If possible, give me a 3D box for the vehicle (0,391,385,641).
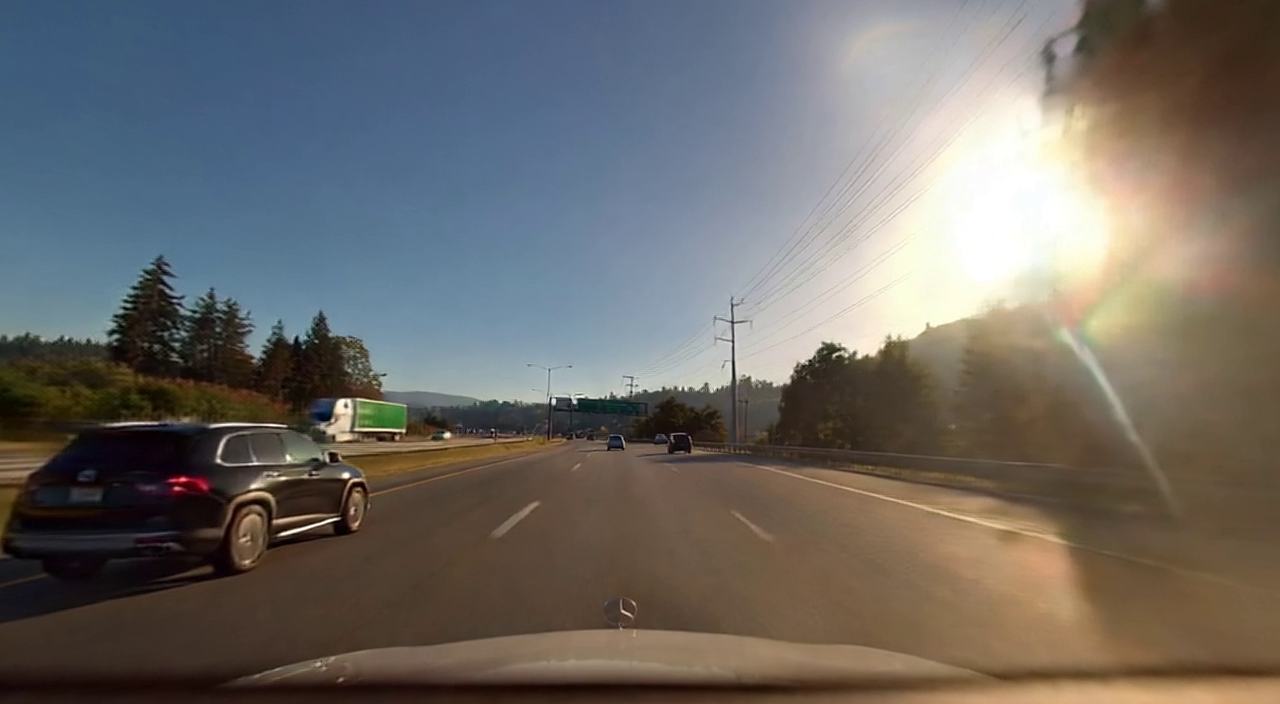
[{"bbox_3d":[-4.344,1.305,6.122,2.100,1.590,4.077,0,-7,-1],"label":"vehicle"}]

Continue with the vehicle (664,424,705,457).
[{"bbox_3d":[2.659,5.375,38.269,1.976,1.905,3.263,1,-7,-5],"label":"vehicle"}]

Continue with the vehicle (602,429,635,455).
[{"bbox_3d":[-1.477,6.101,42.986,2.159,1.690,3.720,0,-7,-3],"label":"vehicle"}]
